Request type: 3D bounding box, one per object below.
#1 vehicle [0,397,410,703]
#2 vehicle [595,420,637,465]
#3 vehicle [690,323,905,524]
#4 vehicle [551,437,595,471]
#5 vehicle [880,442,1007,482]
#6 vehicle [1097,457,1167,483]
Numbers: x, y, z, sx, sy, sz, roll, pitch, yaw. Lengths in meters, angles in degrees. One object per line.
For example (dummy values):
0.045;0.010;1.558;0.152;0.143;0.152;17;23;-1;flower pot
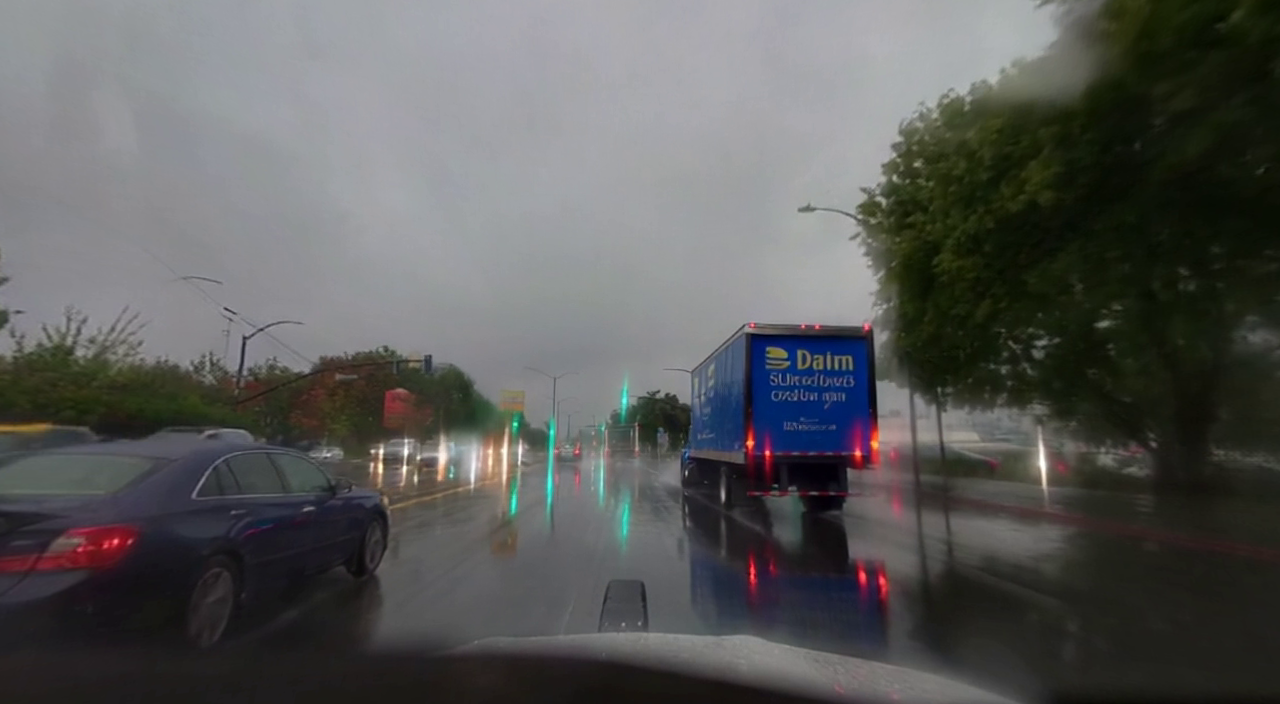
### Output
-3.542;1.284;4.883;1.828;1.515;4.422;-1;-8;0;vehicle
-2.005;7.090;48.873;2.837;3.142;7.371;1;-9;-5;vehicle
3.185;1.888;15.704;2.905;3.644;8.441;0;-8;-2;vehicle
-3.900;5.862;36.332;2.388;1.811;4.455;1;-8;-7;vehicle
15.975;5.798;33.405;5.670;1.895;2.219;-1;-8;15;vehicle
35.400;8.469;45.348;2.066;1.643;4.614;-2;-9;12;vehicle
